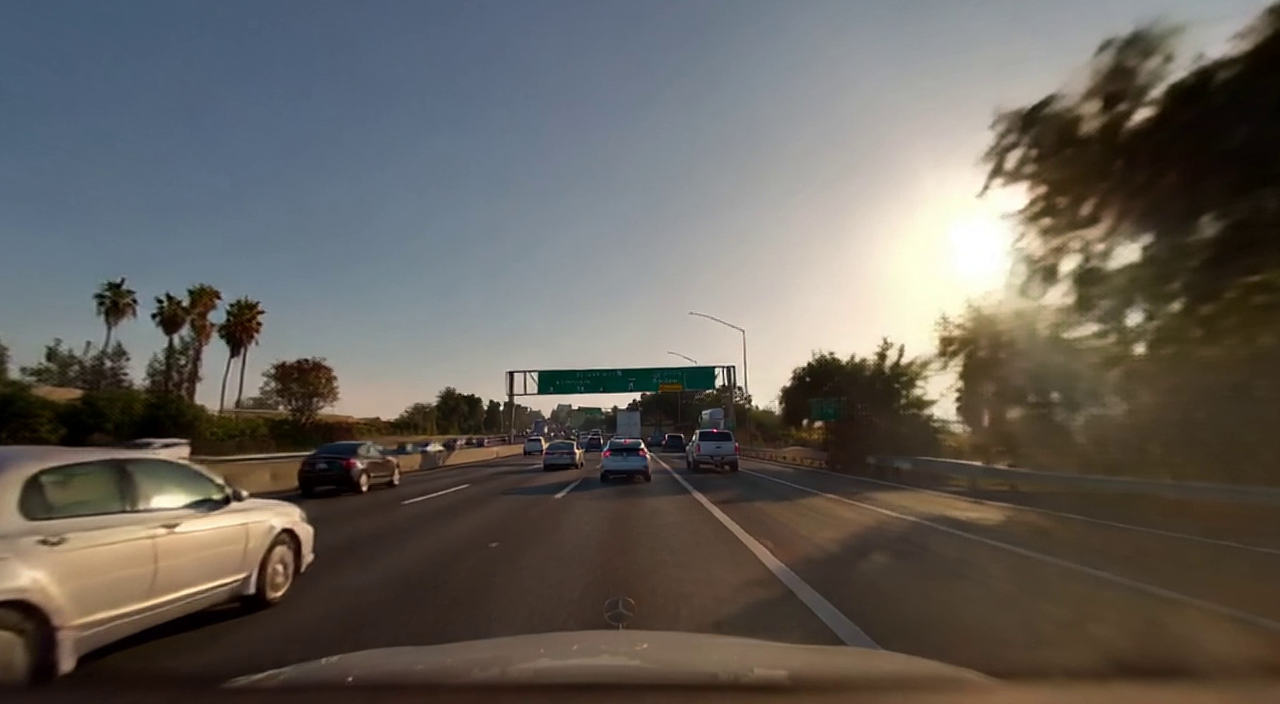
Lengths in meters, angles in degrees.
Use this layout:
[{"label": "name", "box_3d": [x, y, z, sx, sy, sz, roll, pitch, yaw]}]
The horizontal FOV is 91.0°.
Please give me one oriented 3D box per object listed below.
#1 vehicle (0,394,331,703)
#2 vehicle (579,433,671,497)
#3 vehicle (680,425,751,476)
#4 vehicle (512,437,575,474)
[{"label": "vehicle", "box_3d": [-3.625, 0.981, 2.980, 2.064, 1.475, 4.489, 0, -8, 0]}, {"label": "vehicle", "box_3d": [-0.350, 2.915, 16.649, 2.136, 1.470, 3.971, 0, -8, 0]}, {"label": "vehicle", "box_3d": [2.902, 3.945, 25.408, 2.173, 1.870, 4.499, 0, -8, -2]}, {"label": "vehicle", "box_3d": [-4.004, 4.387, 26.860, 1.998, 1.423, 4.436, 0, -8, 0]}]
